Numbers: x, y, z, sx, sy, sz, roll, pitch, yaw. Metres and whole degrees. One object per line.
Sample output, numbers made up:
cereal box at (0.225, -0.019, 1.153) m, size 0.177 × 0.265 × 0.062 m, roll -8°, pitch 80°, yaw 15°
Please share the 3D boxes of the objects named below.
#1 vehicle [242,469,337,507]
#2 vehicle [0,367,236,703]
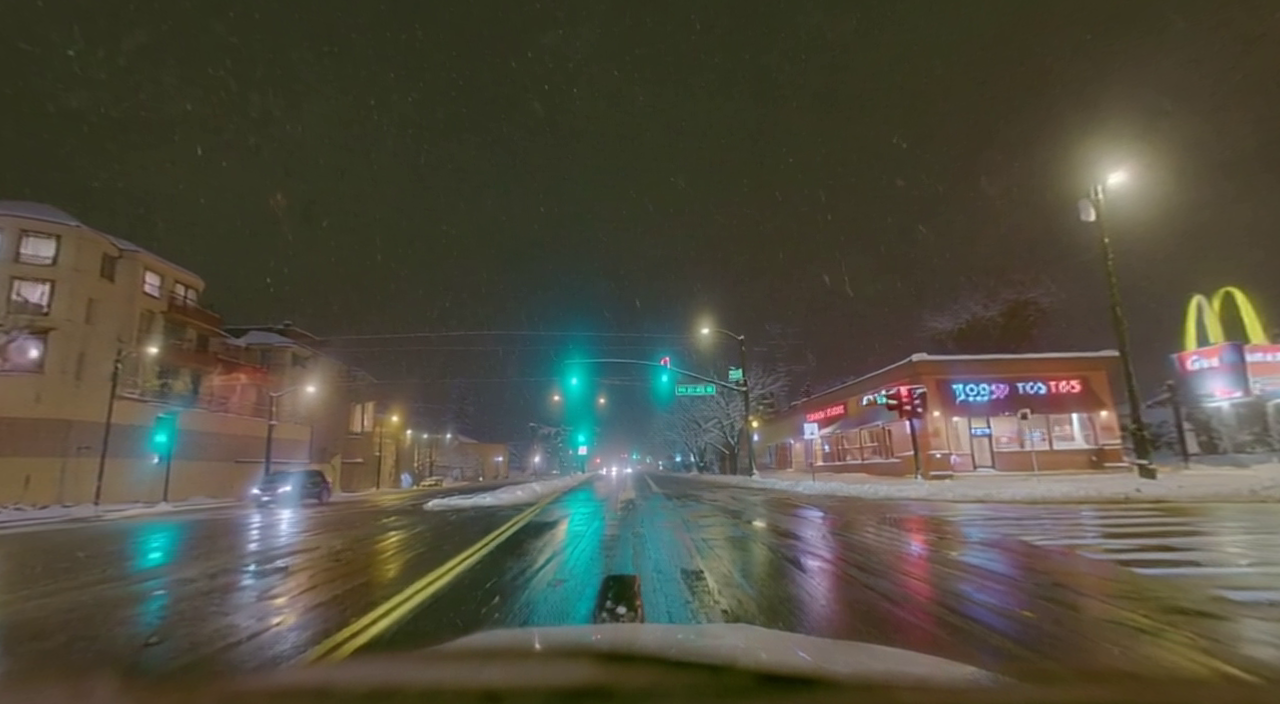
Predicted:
vehicle at (-16.015, 6.198, 29.068) m, size 1.931 × 1.471 × 4.152 m, roll 0°, pitch -9°, yaw 1°
vehicle at (-3.296, 0.717, 1.086) m, size 2.081 × 1.644 × 4.523 m, roll 0°, pitch -9°, yaw 2°
